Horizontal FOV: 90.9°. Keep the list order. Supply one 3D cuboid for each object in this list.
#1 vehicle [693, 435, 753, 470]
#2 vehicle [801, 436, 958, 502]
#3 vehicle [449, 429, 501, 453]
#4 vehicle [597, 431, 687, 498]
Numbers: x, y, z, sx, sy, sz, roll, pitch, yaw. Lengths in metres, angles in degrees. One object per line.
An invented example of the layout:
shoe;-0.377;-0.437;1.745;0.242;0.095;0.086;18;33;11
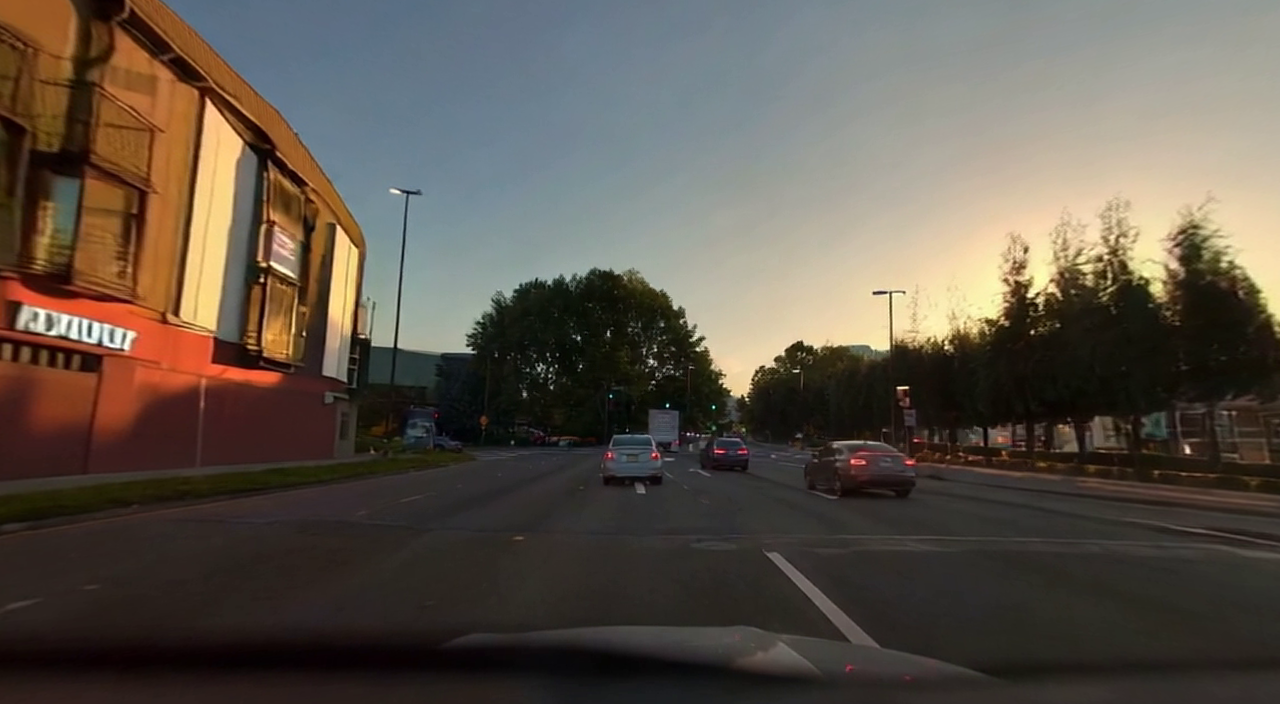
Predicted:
vehicle;3.641;4.474;28.321;1.889;1.480;3.876;1;-8;-4
vehicle;5.852;2.885;16.183;2.081;1.434;4.833;0;-8;-1
vehicle;-12.858;6.864;48.869;2.150;1.758;5.255;5;-9;-34
vehicle;0.027;2.735;15.808;1.991;1.472;3.518;0;-8;-1
